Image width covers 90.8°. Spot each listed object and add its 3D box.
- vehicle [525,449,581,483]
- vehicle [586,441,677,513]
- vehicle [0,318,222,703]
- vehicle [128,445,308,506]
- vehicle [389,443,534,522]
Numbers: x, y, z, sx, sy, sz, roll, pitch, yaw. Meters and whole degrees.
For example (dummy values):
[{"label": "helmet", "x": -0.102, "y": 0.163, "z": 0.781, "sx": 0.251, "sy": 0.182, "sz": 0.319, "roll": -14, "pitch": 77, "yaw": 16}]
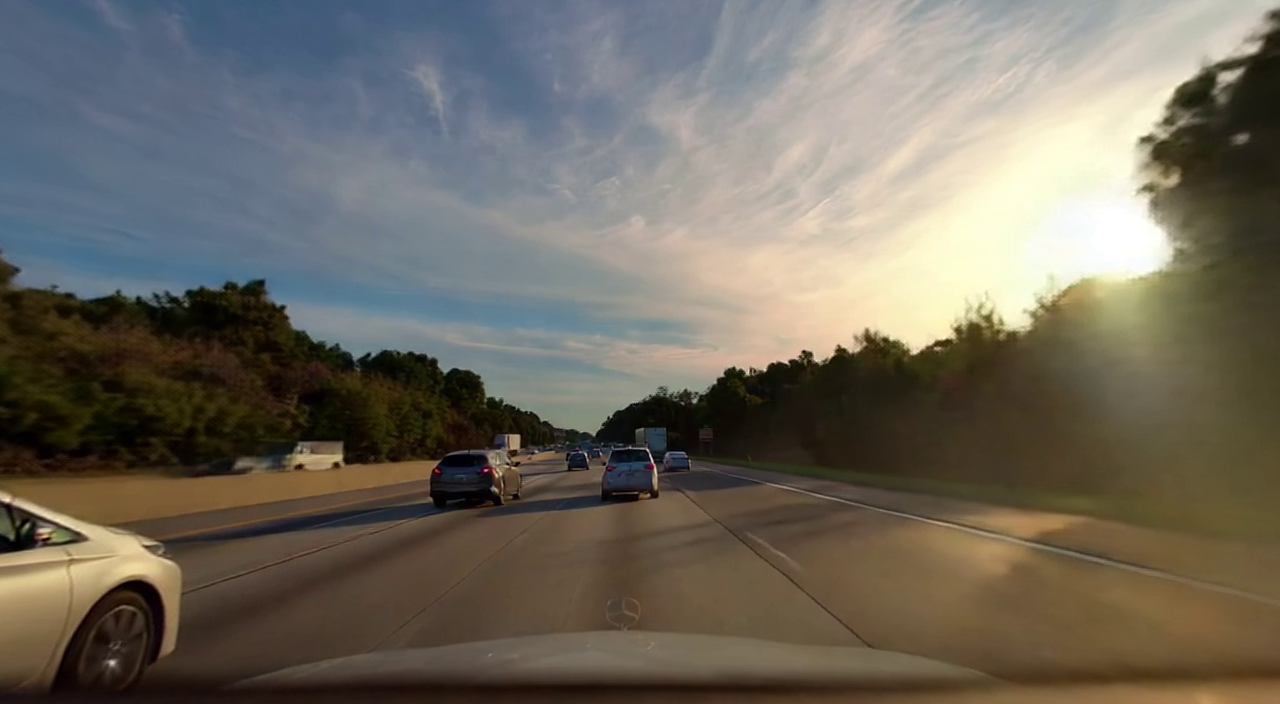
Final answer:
[{"label": "vehicle", "x": -4.028, "y": 5.338, "z": 29.898, "sx": 1.999, "sy": 1.484, "sz": 4.269, "roll": 0, "pitch": -9, "yaw": 1}, {"label": "vehicle", "x": -0.193, "y": 3.025, "z": 15.676, "sx": 1.996, "sy": 1.574, "sz": 3.426, "roll": 0, "pitch": -9, "yaw": 0}, {"label": "vehicle", "x": -3.960, "y": 0.629, "z": 1.661, "sx": 2.243, "sy": 1.889, "sz": 4.949, "roll": 0, "pitch": -9, "yaw": 1}, {"label": "vehicle", "x": -11.521, "y": 3.377, "z": 17.715, "sx": 1.977, "sy": 1.452, "sz": 4.461, "roll": 0, "pitch": -9, "yaw": -1}, {"label": "vehicle", "x": -3.811, "y": 2.873, "z": 14.419, "sx": 1.988, "sy": 1.501, "sz": 4.438, "roll": 0, "pitch": -9, "yaw": 0}]
